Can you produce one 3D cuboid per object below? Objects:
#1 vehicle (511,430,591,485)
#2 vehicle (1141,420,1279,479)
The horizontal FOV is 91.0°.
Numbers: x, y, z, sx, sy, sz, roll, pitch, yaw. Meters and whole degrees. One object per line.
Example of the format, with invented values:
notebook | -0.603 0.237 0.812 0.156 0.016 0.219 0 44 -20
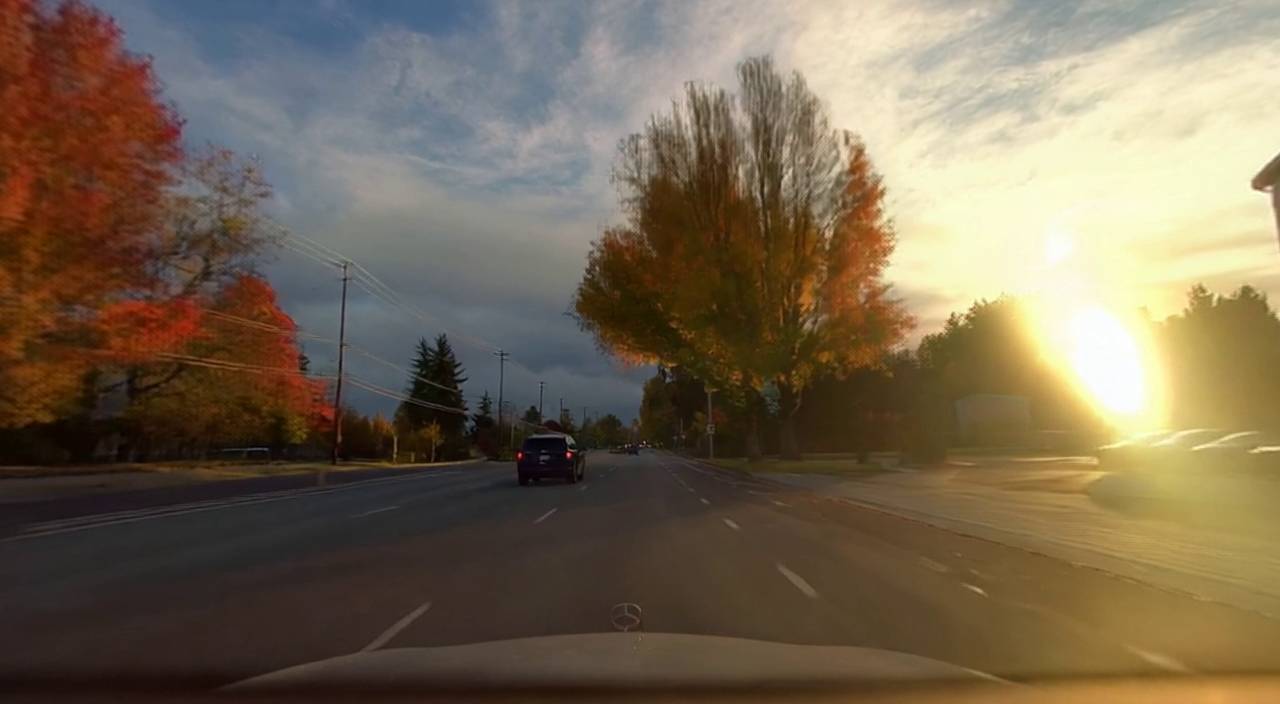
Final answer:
vehicle | -3.117 3.834 23.100 2.112 1.779 4.489 0 -9 2
vehicle | 18.496 3.020 19.490 4.195 1.694 1.996 0 -9 0
